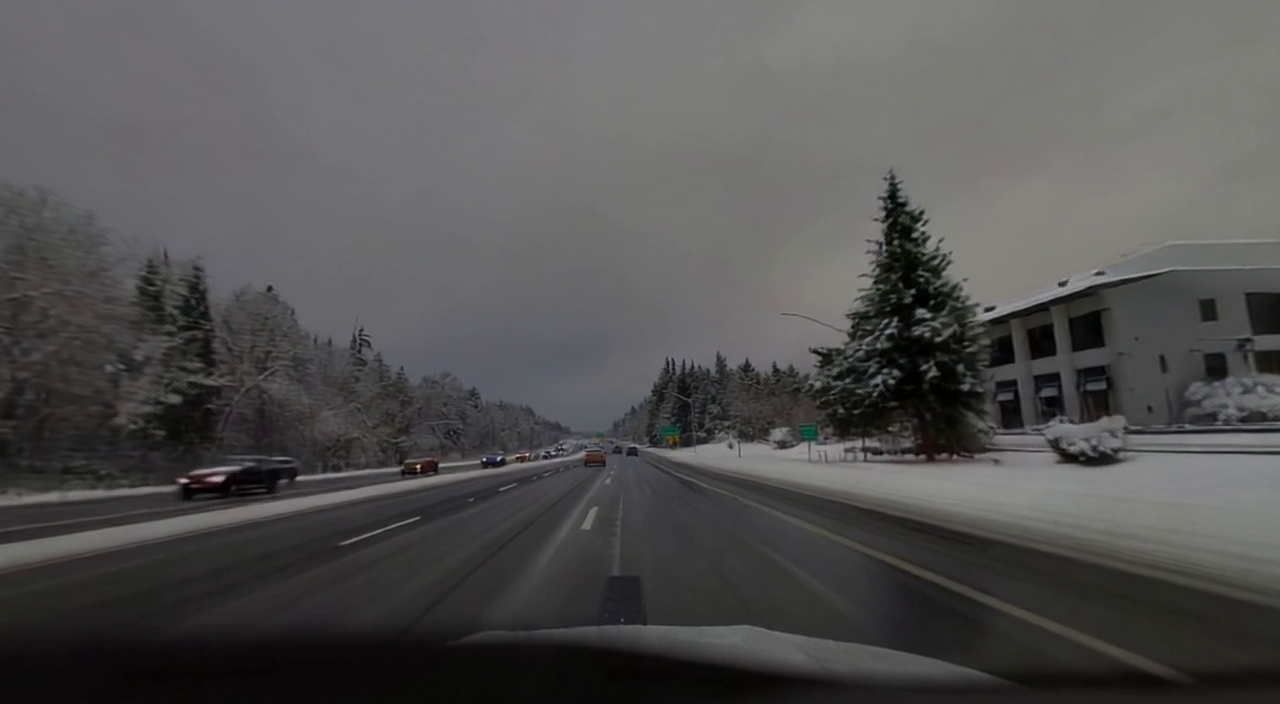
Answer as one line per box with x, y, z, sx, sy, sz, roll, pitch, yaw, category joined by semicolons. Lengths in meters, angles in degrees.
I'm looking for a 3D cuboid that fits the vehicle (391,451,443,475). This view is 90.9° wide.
-15.572;7.763;44.334;1.933;1.537;4.929;0;-9;-1;vehicle

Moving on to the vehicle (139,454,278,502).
-15.501;4.507;23.017;1.946;1.531;4.538;0;-9;-2;vehicle
